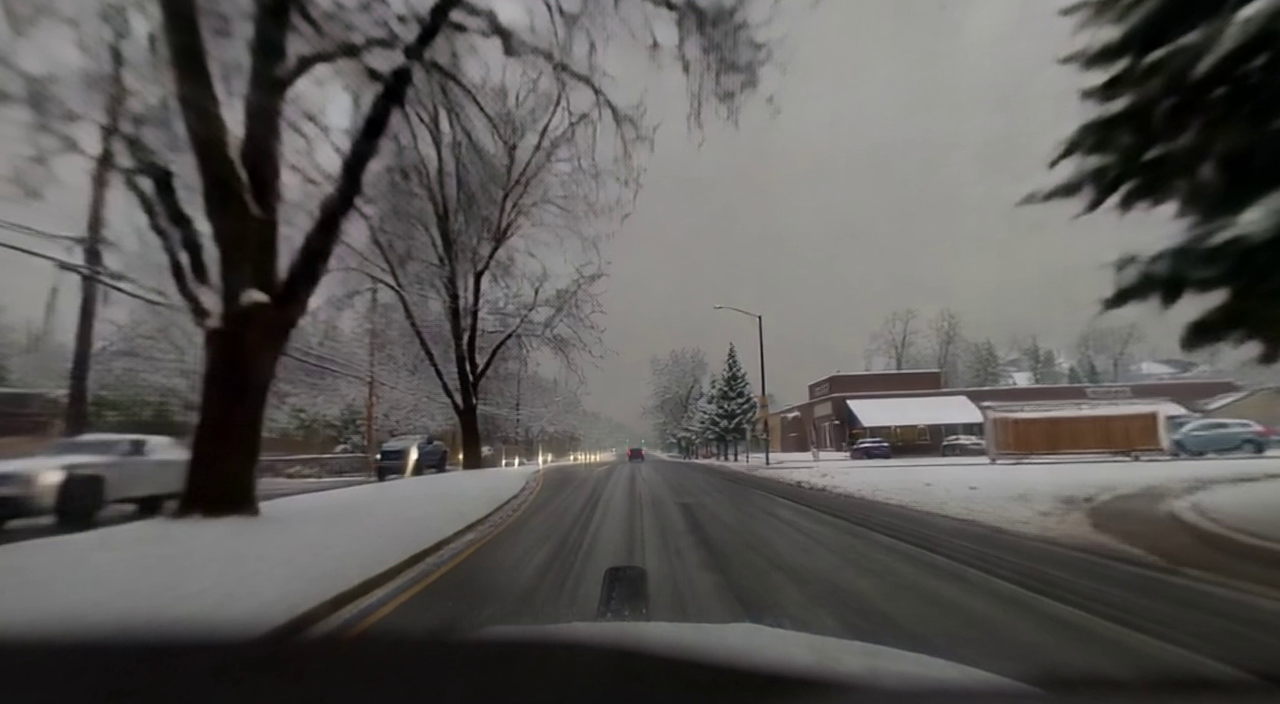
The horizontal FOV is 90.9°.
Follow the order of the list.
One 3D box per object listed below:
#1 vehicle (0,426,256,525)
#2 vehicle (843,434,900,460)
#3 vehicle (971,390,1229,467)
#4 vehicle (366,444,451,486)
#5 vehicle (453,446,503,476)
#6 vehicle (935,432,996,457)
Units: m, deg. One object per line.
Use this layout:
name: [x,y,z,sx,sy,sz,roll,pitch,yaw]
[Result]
vehicle: [-11.861,2.686,14.429,2.471,1.783,5.903,0,-9,-1]
vehicle: [16.992,7.074,46.544,2.021,1.753,4.941,-1,-9,-4]
vehicle: [19.022,3.258,26.493,8.462,3.012,2.906,0,-9,-1]
vehicle: [-10.686,5.248,29.544,2.189,1.747,4.651,0,-9,0]
vehicle: [-10.693,7.216,42.016,2.000,1.817,4.624,0,-9,1]
vehicle: [24.246,6.981,47.201,1.996,1.723,4.576,0,-10,-1]
